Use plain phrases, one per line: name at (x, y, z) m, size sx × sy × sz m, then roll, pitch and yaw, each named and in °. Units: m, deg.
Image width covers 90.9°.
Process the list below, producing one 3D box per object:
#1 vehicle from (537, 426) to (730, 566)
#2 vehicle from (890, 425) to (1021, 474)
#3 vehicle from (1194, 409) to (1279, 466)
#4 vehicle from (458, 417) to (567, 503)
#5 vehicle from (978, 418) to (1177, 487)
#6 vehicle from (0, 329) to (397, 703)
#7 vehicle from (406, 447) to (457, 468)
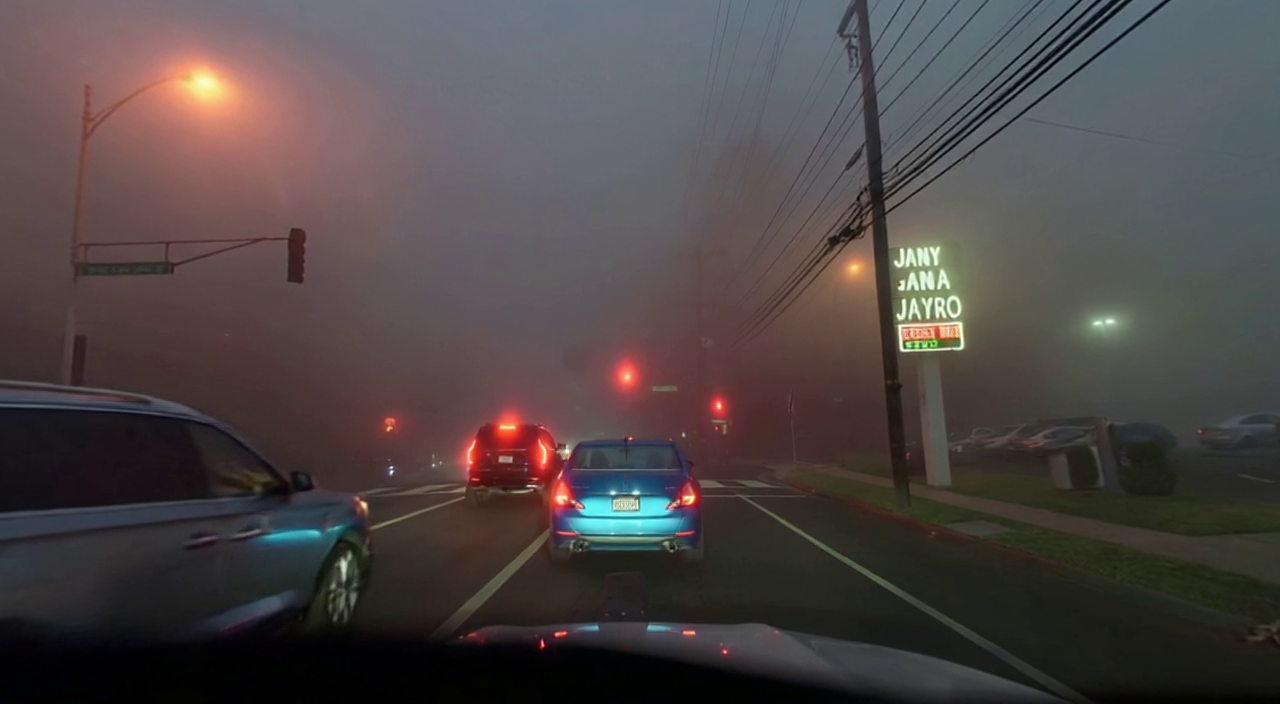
vehicle at (-0.152, 1.859, 8.963) m, size 2.070 × 1.481 × 4.216 m, roll 0°, pitch -8°, yaw -2°
vehicle at (10.647, 3.330, 21.717) m, size 1.842 × 1.471 × 4.481 m, roll 1°, pitch -8°, yaw -6°
vehicle at (18.727, 2.533, 18.672) m, size 4.446 × 1.511 × 1.977 m, roll 4°, pitch -10°, yaw -29°
vehicle at (-3.035, 2.669, 15.989) m, size 2.106 × 1.852 × 4.512 m, roll 0°, pitch -8°, yaw -4°
vehicle at (10.530, 2.474, 15.672) m, size 1.888 × 1.455 × 4.268 m, roll 0°, pitch -8°, yaw 1°
vehicle at (-2.908, 0.940, 2.938) m, size 2.003 × 1.681 × 3.878 m, roll 0°, pitch -8°, yaw 0°
vehicle at (-15.547, 7.800, 46.853) m, size 2.111 × 1.511 × 4.641 m, roll 6°, pitch -10°, yaw -36°
